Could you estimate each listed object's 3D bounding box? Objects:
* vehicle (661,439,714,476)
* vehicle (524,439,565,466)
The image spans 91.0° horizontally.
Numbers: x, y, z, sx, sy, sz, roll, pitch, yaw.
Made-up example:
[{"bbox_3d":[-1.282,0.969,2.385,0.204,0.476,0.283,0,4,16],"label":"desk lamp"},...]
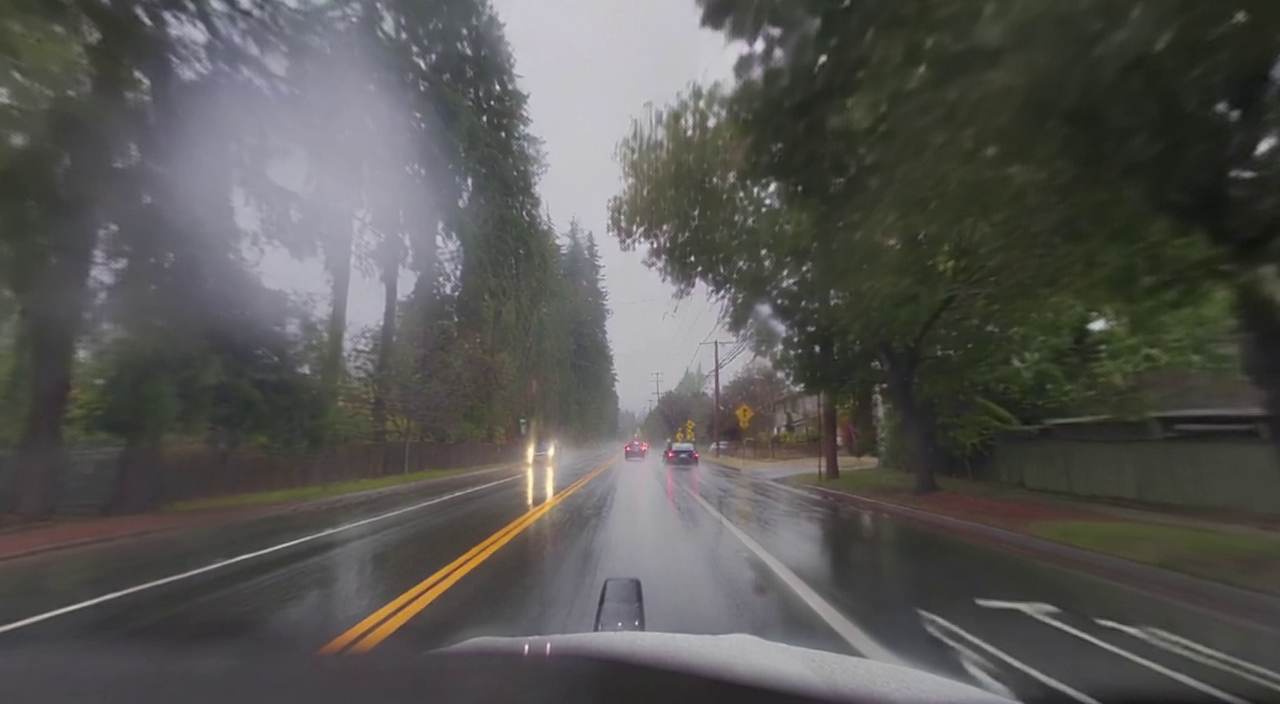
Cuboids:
[{"bbox_3d":[2.032,4.664,28.018,1.975,1.497,3.647,0,-9,-2],"label":"vehicle"},{"bbox_3d":[-7.138,7.559,47.494,2.352,1.857,4.690,0,-9,0],"label":"vehicle"}]
